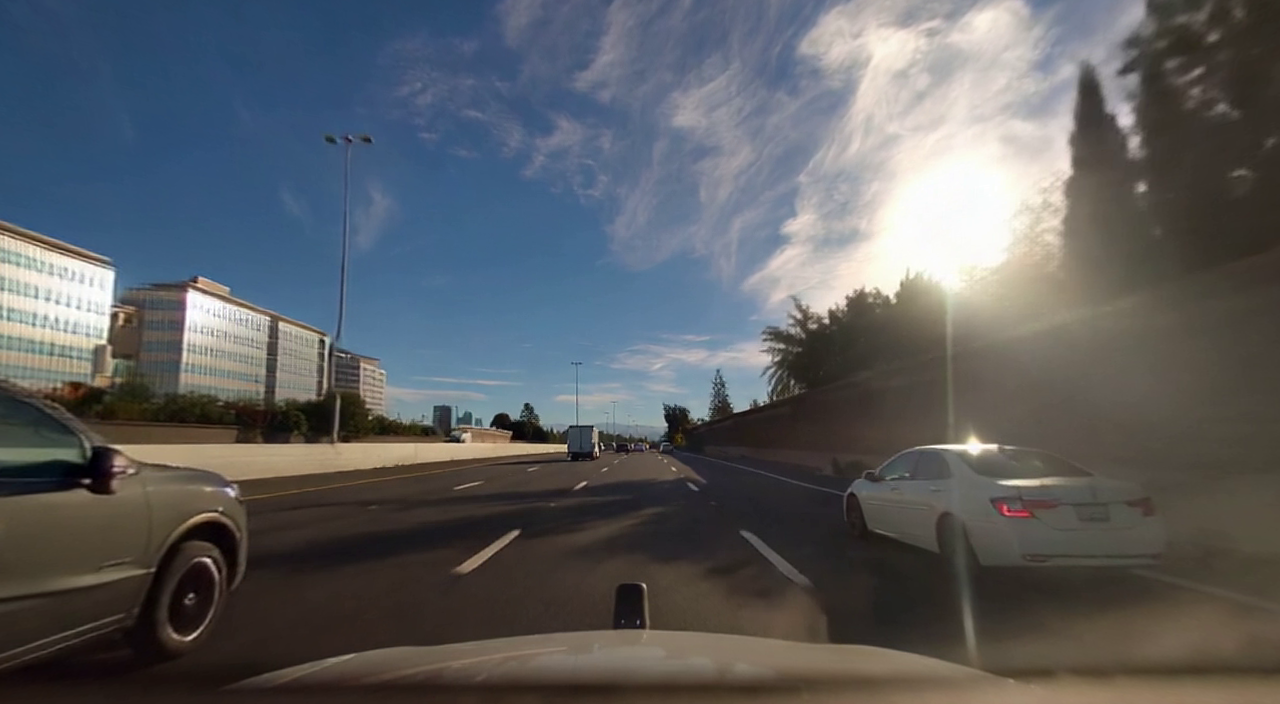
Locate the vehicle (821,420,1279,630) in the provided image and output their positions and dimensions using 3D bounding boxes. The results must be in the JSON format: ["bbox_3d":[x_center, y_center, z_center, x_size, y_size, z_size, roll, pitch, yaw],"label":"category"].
[{"bbox_3d":[3.822,1.658,7.175,2.047,1.532,4.884,0,-9,0],"label":"vehicle"}]

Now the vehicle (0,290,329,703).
[{"bbox_3d":[-3.641,0.633,2.082,2.285,1.853,5.564,0,-9,1],"label":"vehicle"}]

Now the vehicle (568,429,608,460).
[{"bbox_3d":[-3.920,7.168,48.643,2.496,2.203,6.317,0,-9,1],"label":"vehicle"}]
